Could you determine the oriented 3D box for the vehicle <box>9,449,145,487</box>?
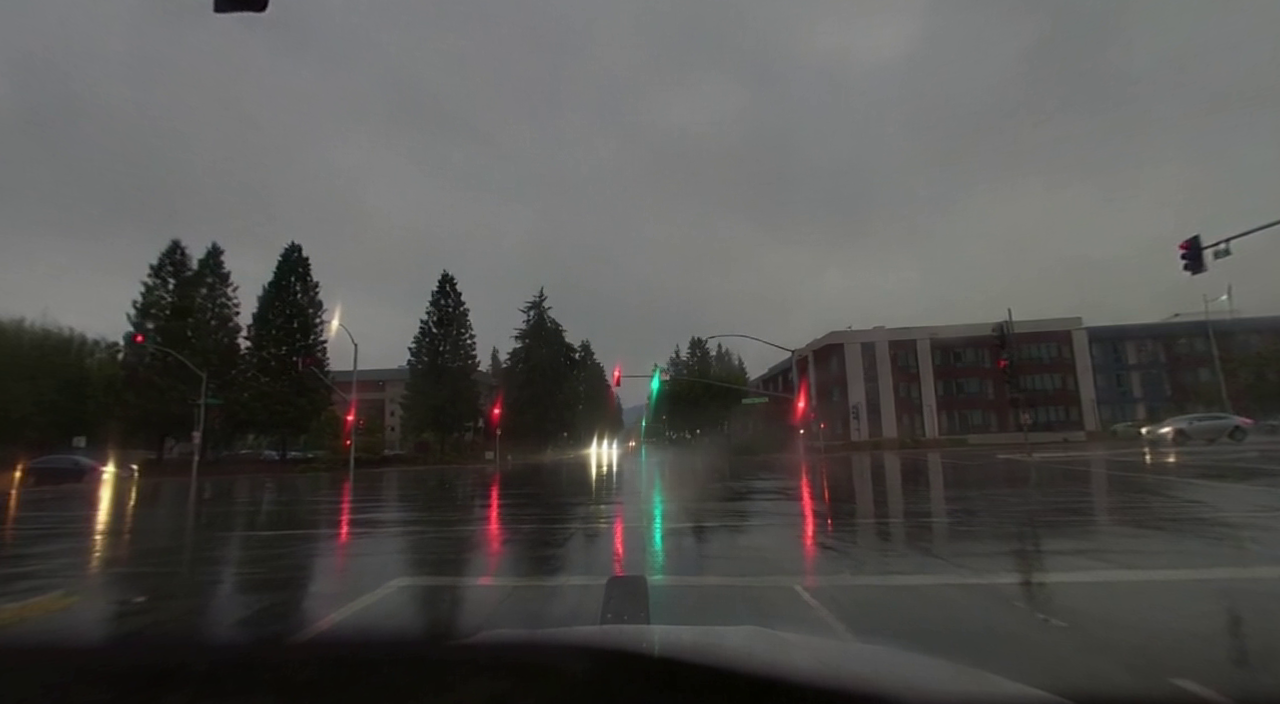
[{"bbox_3d":[-25.158,5.163,28.252,4.332,1.573,1.900,0,-8,3],"label":"vehicle"}]

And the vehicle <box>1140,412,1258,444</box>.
[{"bbox_3d":[30.268,4.158,34.228,4.483,1.691,1.949,0,-8,1],"label":"vehicle"}]
